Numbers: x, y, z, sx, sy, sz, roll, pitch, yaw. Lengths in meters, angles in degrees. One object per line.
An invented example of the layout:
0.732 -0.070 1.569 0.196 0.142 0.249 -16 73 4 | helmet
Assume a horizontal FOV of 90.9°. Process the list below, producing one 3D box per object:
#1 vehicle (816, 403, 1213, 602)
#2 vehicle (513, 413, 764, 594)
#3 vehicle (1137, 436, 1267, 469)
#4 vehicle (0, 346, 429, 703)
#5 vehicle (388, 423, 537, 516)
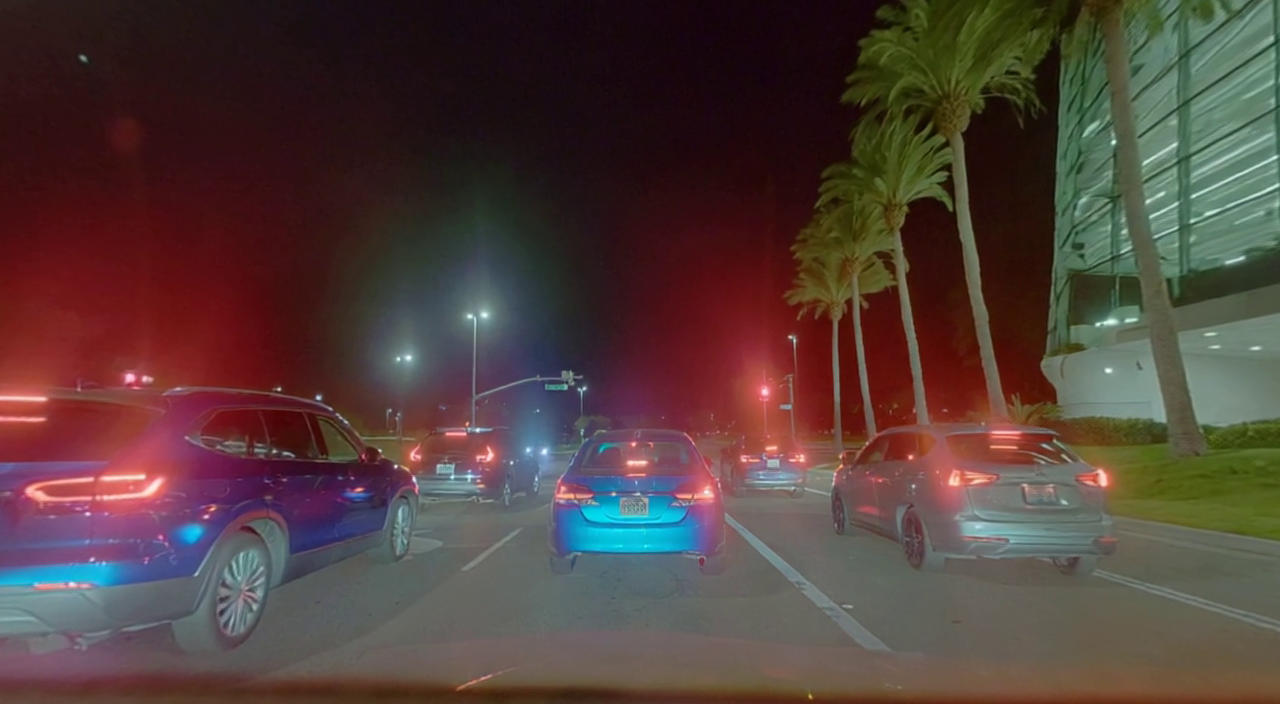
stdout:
3.840 1.620 7.686 2.064 1.696 4.431 0 -8 0 | vehicle
-0.053 1.664 7.819 2.219 1.586 4.321 0 -8 -1 | vehicle
25.453 4.553 28.649 4.014 1.417 1.777 -1 -8 5 | vehicle
-3.534 1.168 5.309 2.014 1.775 4.404 0 -8 -1 | vehicle
-3.462 2.360 13.075 1.917 1.631 3.768 0 -8 1 | vehicle
